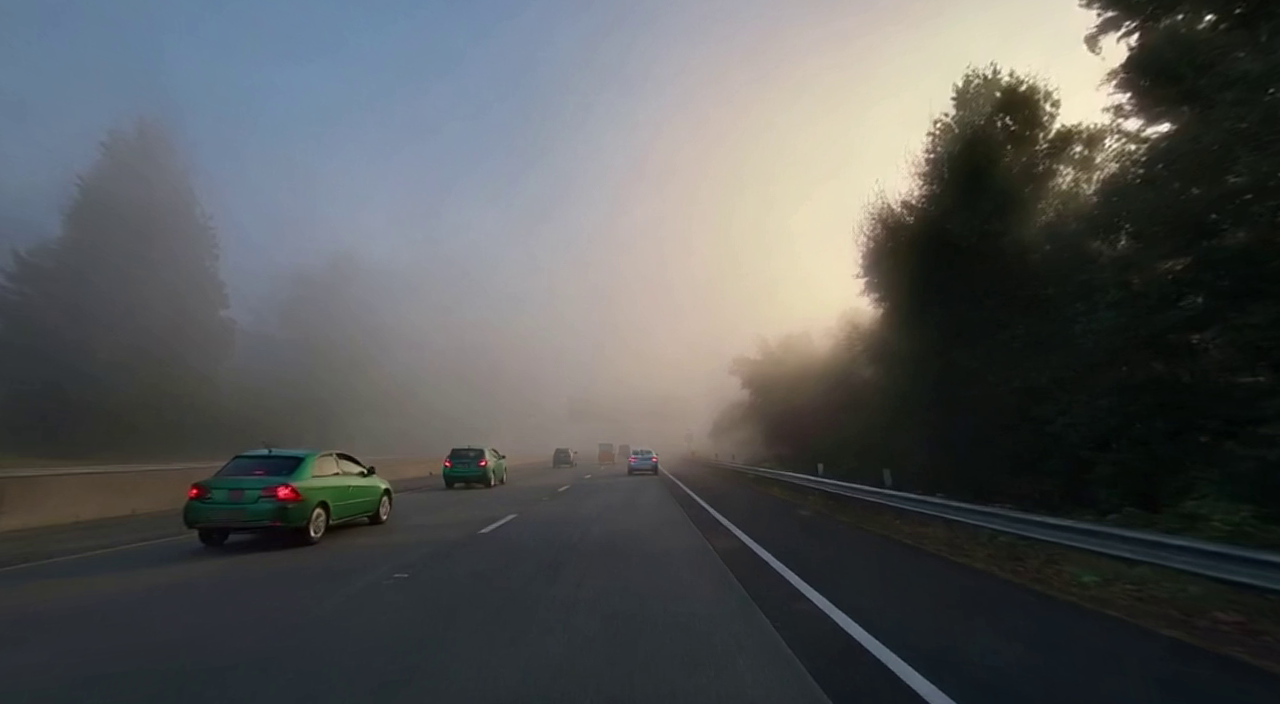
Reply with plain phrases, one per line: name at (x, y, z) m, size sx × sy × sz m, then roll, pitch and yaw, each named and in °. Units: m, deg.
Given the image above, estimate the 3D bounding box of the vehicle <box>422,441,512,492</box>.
vehicle at (-6.023, 4.027, 22.443) m, size 2.058 × 1.626 × 4.118 m, roll 0°, pitch -9°, yaw -1°

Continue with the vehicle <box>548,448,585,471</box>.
vehicle at (-4.949, 7.280, 42.818) m, size 1.892 × 1.481 × 4.180 m, roll 0°, pitch -9°, yaw 1°

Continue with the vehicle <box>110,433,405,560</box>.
vehicle at (-5.473, 2.095, 9.809) m, size 2.043 × 1.534 × 4.032 m, roll 0°, pitch -9°, yaw 0°

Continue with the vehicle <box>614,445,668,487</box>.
vehicle at (0.002, 4.346, 24.231) m, size 1.940 × 1.451 × 3.512 m, roll 0°, pitch -9°, yaw -1°
